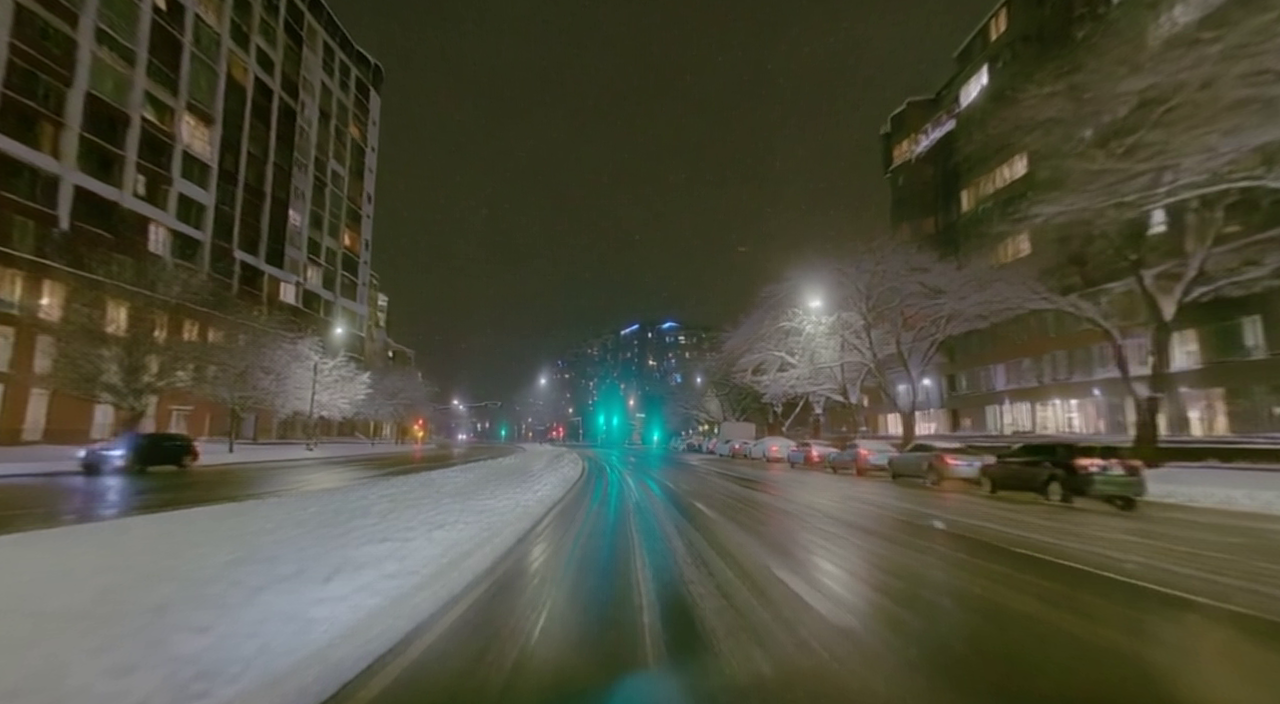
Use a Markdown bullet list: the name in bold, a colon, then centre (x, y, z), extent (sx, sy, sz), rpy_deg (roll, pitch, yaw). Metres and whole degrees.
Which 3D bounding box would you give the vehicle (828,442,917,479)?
- **vehicle**: centre (10.149, 4.770, 28.025), extent (1.895, 1.467, 4.885), rpy_deg (0, -8, -3)

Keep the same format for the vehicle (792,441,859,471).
- **vehicle**: centre (9.849, 5.574, 33.942), extent (1.801, 1.489, 4.339), rpy_deg (1, -9, -7)

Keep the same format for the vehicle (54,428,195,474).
- **vehicle**: centre (-19.144, 3.676, 23.728), extent (1.938, 1.524, 4.107), rpy_deg (1, -8, -3)

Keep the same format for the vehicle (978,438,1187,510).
- **vehicle**: centre (10.728, 2.964, 15.838), extent (1.907, 1.524, 4.381), rpy_deg (0, -8, -3)

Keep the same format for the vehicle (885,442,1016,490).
- **vehicle**: centre (10.581, 3.900, 22.000), extent (1.838, 1.466, 4.704), rpy_deg (1, -9, -5)

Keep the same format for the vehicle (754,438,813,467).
- **vehicle**: centre (9.224, 6.519, 41.152), extent (2.050, 1.699, 5.584), rpy_deg (1, -8, -5)
